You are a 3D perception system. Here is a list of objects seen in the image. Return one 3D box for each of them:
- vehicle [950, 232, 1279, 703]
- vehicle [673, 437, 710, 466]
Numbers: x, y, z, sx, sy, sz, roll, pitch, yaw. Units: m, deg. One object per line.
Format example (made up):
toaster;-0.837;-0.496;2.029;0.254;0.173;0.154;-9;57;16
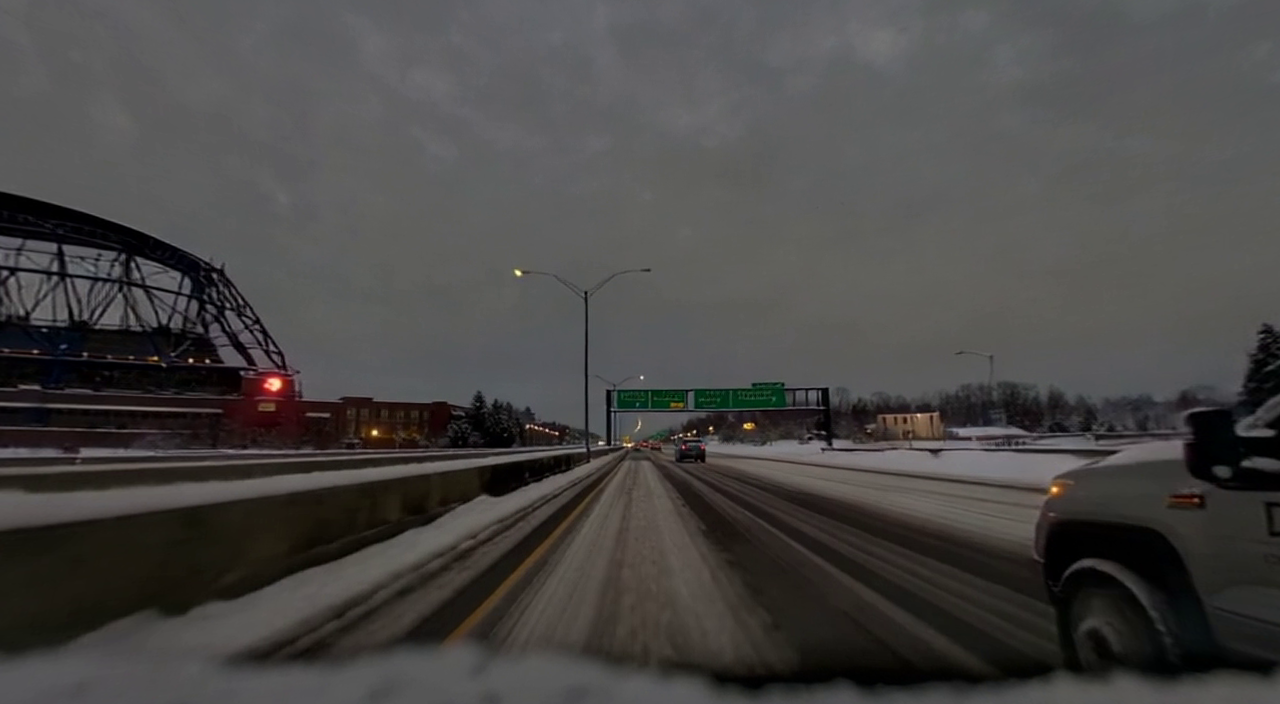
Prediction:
vehicle;3.108;0.557;1.464;2.199;2.002;4.970;0;-9;0
vehicle;3.287;6.448;41.018;1.973;1.774;4.092;0;-9;0
